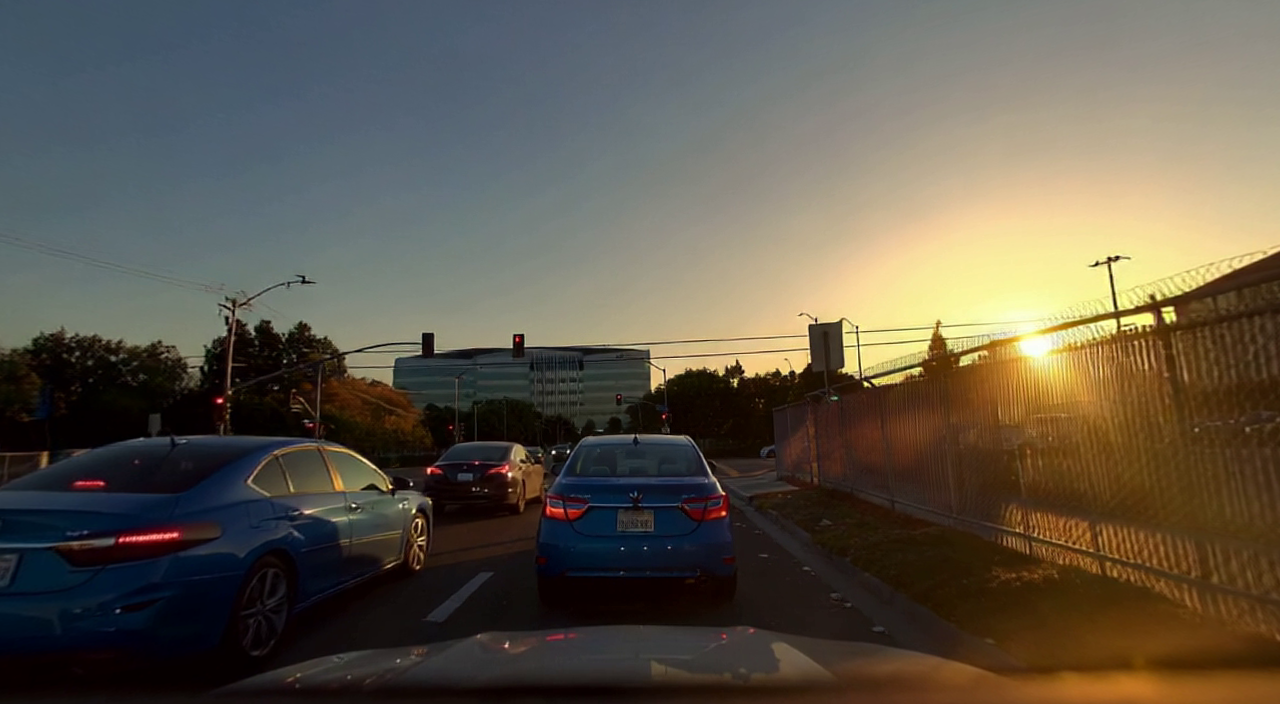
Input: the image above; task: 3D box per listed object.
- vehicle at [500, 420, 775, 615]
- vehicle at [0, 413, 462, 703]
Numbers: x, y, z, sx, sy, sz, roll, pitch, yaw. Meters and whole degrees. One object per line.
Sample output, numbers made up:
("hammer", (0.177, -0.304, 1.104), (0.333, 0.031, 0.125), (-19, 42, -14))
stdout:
("vehicle", (-0.015, 1.603, 7.015), (2.144, 1.514, 4.063), (0, -9, 0))
("vehicle", (-3.201, 1.381, 5.250), (1.971, 1.488, 4.581), (0, -9, 1))
